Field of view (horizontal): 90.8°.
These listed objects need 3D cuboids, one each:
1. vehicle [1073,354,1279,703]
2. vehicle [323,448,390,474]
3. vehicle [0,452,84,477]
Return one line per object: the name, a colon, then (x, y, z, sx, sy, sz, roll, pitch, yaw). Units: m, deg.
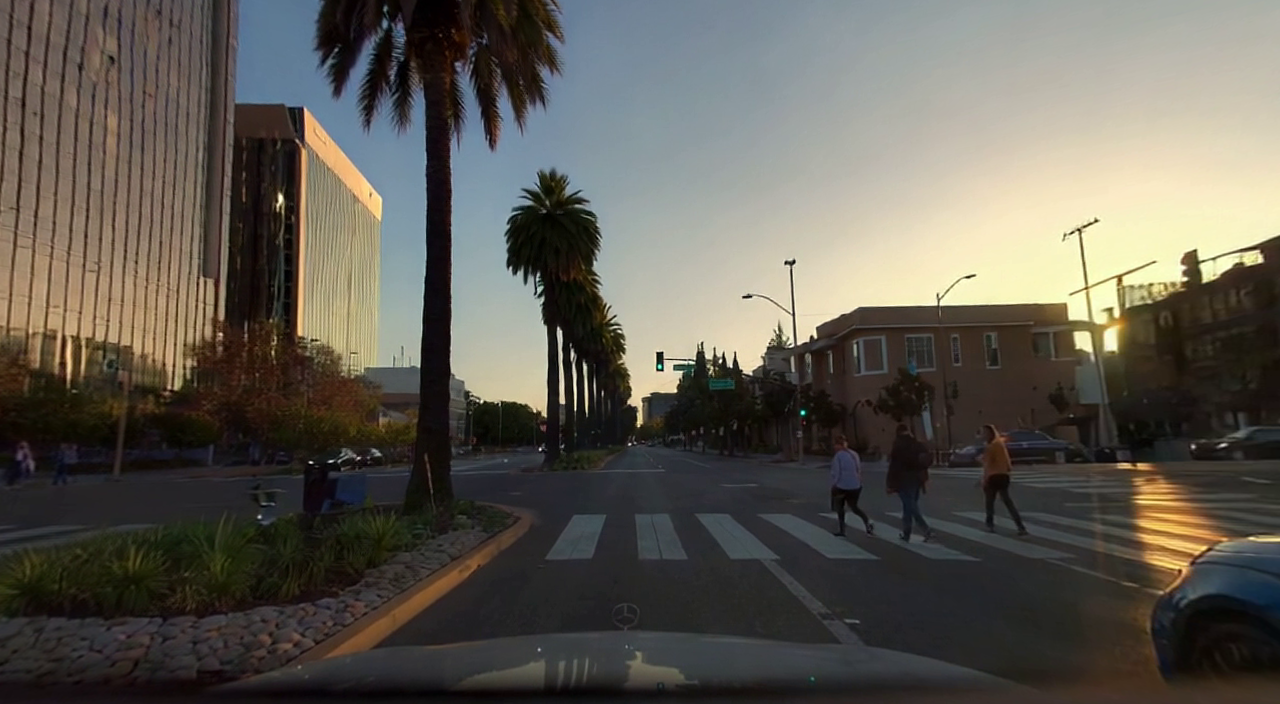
vehicle: (3.301, 0.661, 1.118, 2.060, 1.631, 4.169, 0, -9, 0)
vehicle: (-19.696, 7.543, 44.164, 2.357, 1.678, 5.014, 0, -9, 0)
vehicle: (-41.574, 7.776, 43.998, 1.804, 1.598, 4.362, 0, -9, -3)
